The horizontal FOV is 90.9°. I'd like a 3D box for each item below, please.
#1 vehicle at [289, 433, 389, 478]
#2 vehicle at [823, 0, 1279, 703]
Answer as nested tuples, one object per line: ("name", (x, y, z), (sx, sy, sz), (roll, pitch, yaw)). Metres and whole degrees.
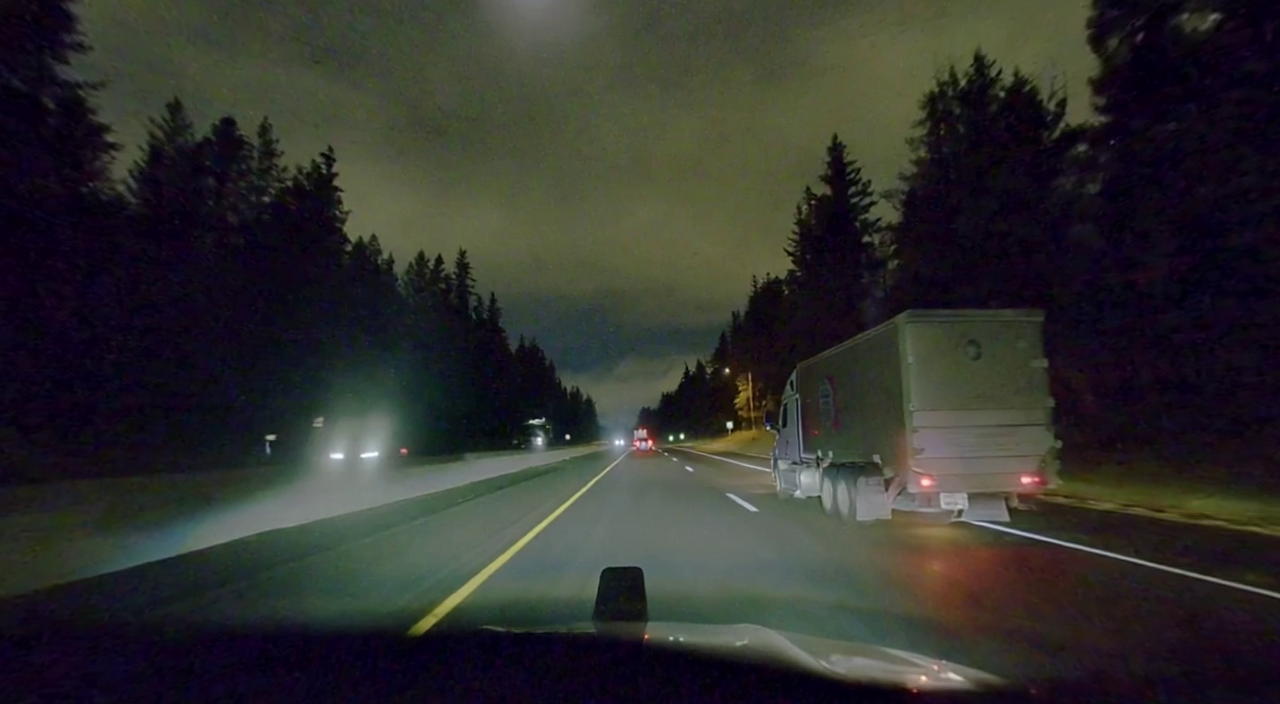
("vehicle", (-13.022, 4.498, 27.667), (2.031, 1.771, 4.690), (0, -8, 1))
("vehicle", (4.418, 0.059, 2.818), (2.990, 3.573, 14.258), (0, -8, 0))
